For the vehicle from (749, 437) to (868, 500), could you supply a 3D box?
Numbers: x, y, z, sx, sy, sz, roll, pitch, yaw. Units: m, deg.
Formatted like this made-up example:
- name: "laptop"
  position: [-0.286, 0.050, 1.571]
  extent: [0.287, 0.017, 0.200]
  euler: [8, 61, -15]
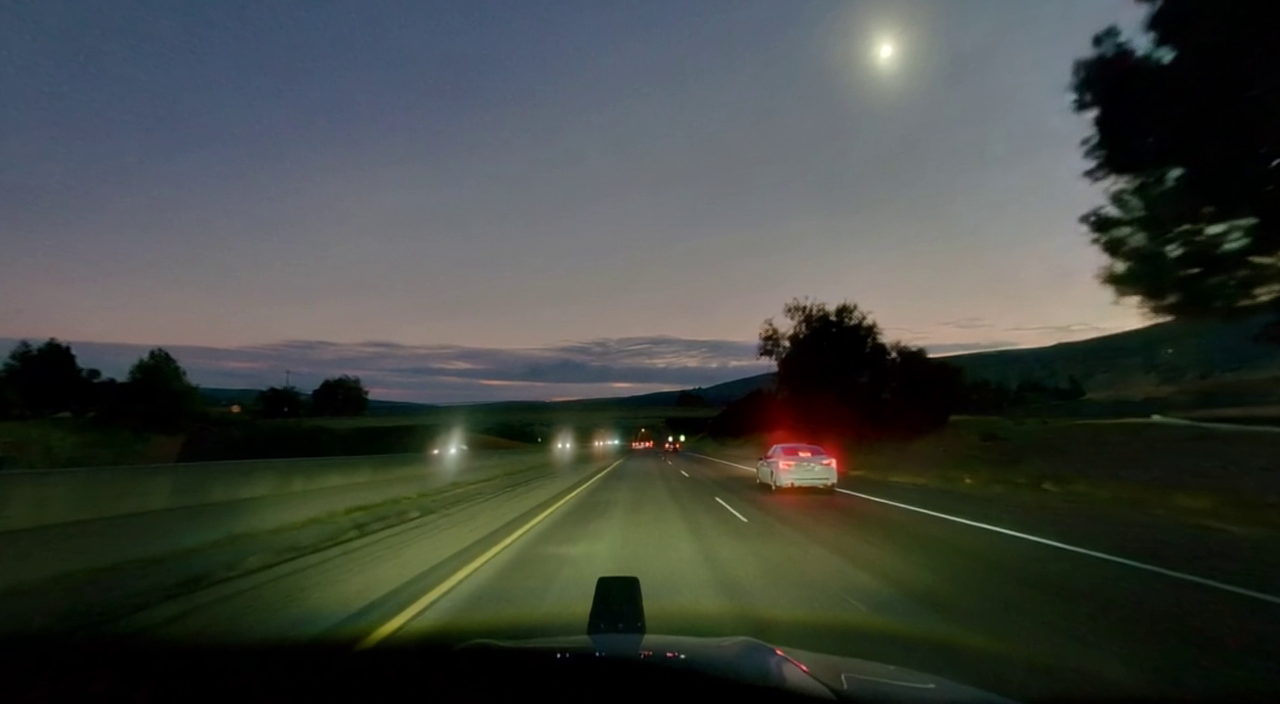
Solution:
- name: "vehicle"
  position: [4.478, 3.162, 17.644]
  extent: [2.027, 1.487, 4.718]
  euler: [0, -8, 0]
